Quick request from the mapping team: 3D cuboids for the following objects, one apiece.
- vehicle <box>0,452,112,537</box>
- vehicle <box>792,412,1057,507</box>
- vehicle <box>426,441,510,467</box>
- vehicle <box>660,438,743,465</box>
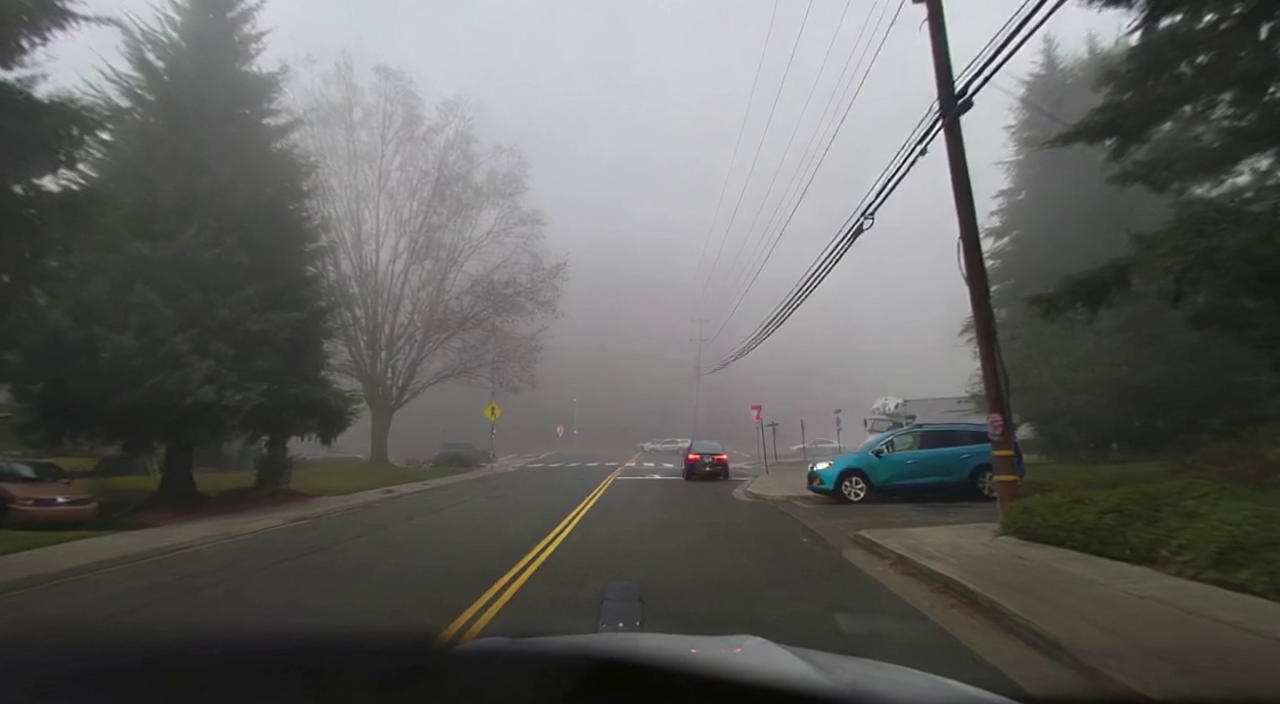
[{"bbox_3d":[-12.522,2.692,12.309,3.793,1.440,2.026,-5,-10,28],"label":"vehicle"},{"bbox_3d":[5.993,2.353,14.020,4.814,1.872,2.220,-1,-9,7],"label":"vehicle"},{"bbox_3d":[-13.041,7.801,48.370,5.866,1.904,2.197,1,-9,-6],"label":"vehicle"},{"bbox_3d":[4.484,7.275,46.404,5.536,1.868,2.553,-7,-11,38],"label":"vehicle"}]
